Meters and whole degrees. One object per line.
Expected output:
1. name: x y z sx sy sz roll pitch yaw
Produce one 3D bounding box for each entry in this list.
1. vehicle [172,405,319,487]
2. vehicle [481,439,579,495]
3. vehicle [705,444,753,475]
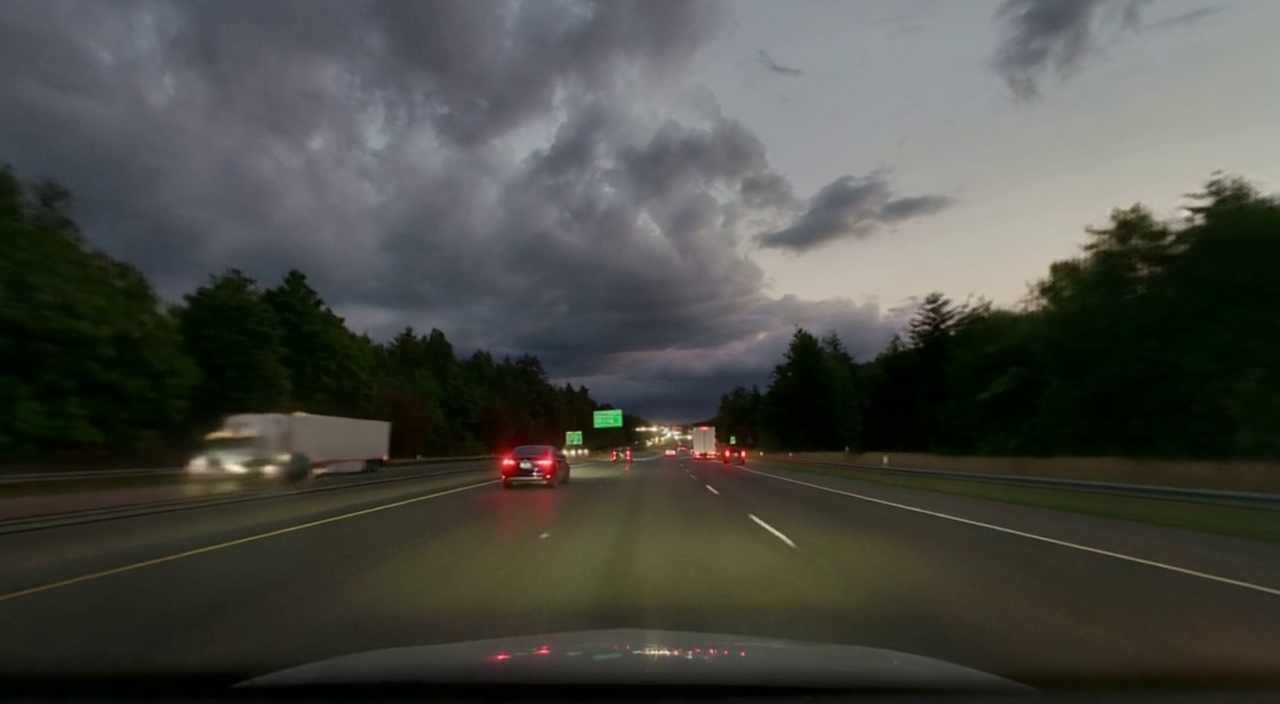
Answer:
1. vehicle: -18.817 4.576 30.600 3.027 3.574 5.837 0 -9 2
2. vehicle: -3.329 3.613 20.132 2.085 1.530 4.809 0 -9 2
3. vehicle: 4.904 5.974 35.253 2.176 1.598 3.878 0 -9 1
